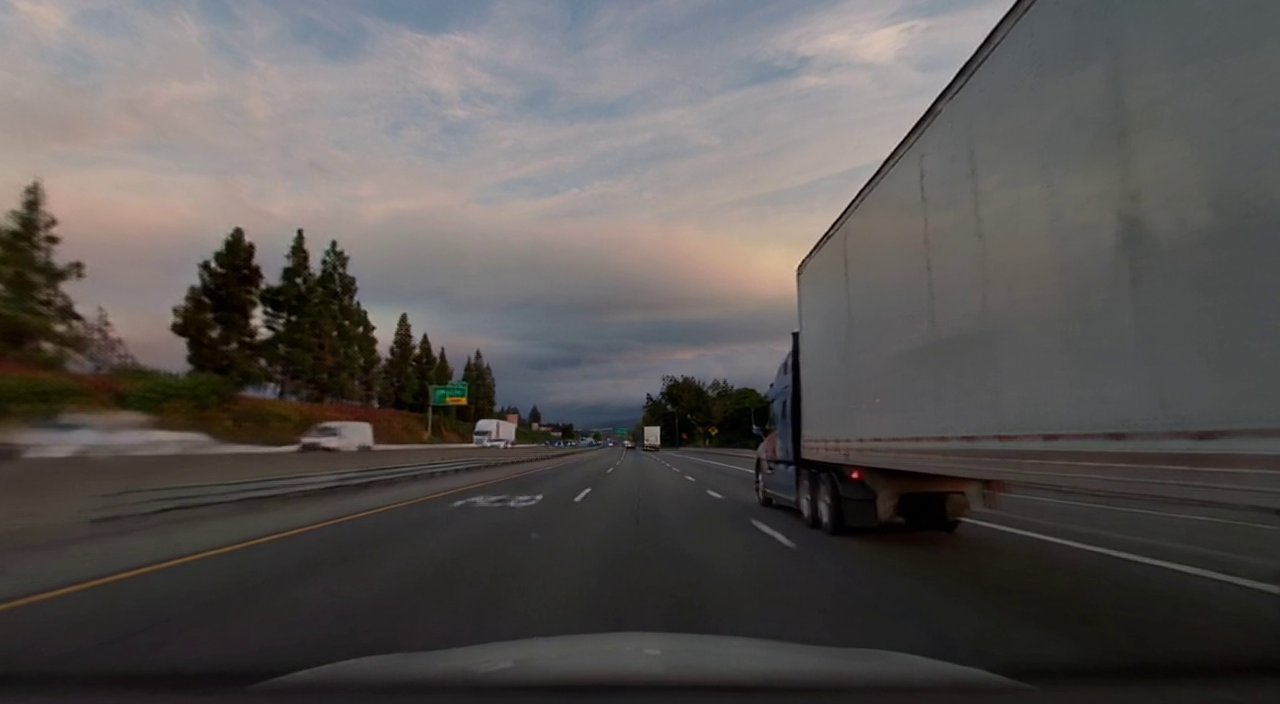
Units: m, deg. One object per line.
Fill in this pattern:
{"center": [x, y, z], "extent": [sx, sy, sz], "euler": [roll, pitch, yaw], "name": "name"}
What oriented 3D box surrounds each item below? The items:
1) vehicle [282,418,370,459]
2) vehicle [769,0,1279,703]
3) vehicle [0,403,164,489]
{"center": [-16.230, 4.554, 32.909], "extent": [2.109, 1.940, 4.817], "euler": [0, -9, 0], "name": "vehicle"}
{"center": [4.337, -0.022, 5.840], "extent": [3.323, 4.262, 14.056], "euler": [0, -9, 0], "name": "vehicle"}
{"center": [-12.247, 1.898, 12.696], "extent": [1.940, 1.489, 4.258], "euler": [0, -9, 0], "name": "vehicle"}
